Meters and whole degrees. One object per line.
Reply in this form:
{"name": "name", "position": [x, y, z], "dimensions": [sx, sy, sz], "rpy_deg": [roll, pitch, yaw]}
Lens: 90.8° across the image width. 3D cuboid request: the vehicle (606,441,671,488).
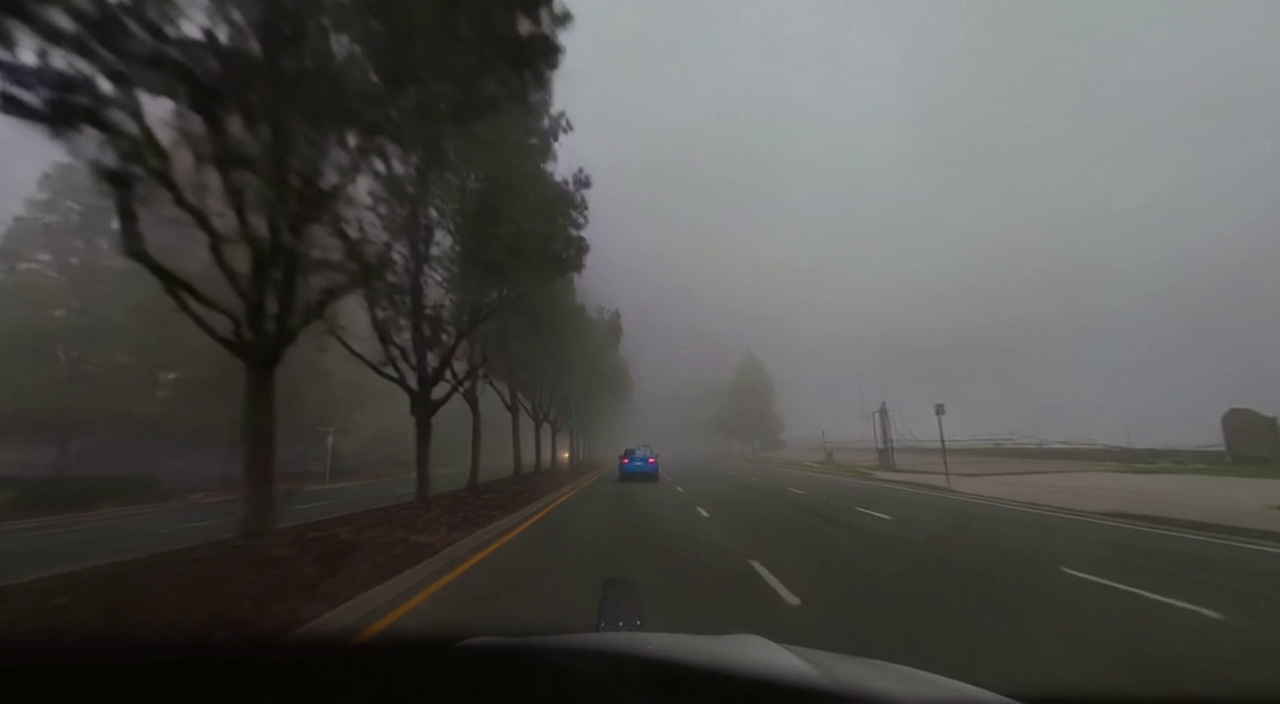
{"name": "vehicle", "position": [-0.078, 3.915, 22.371], "dimensions": [2.042, 1.479, 4.601], "rpy_deg": [0, -8, -1]}
